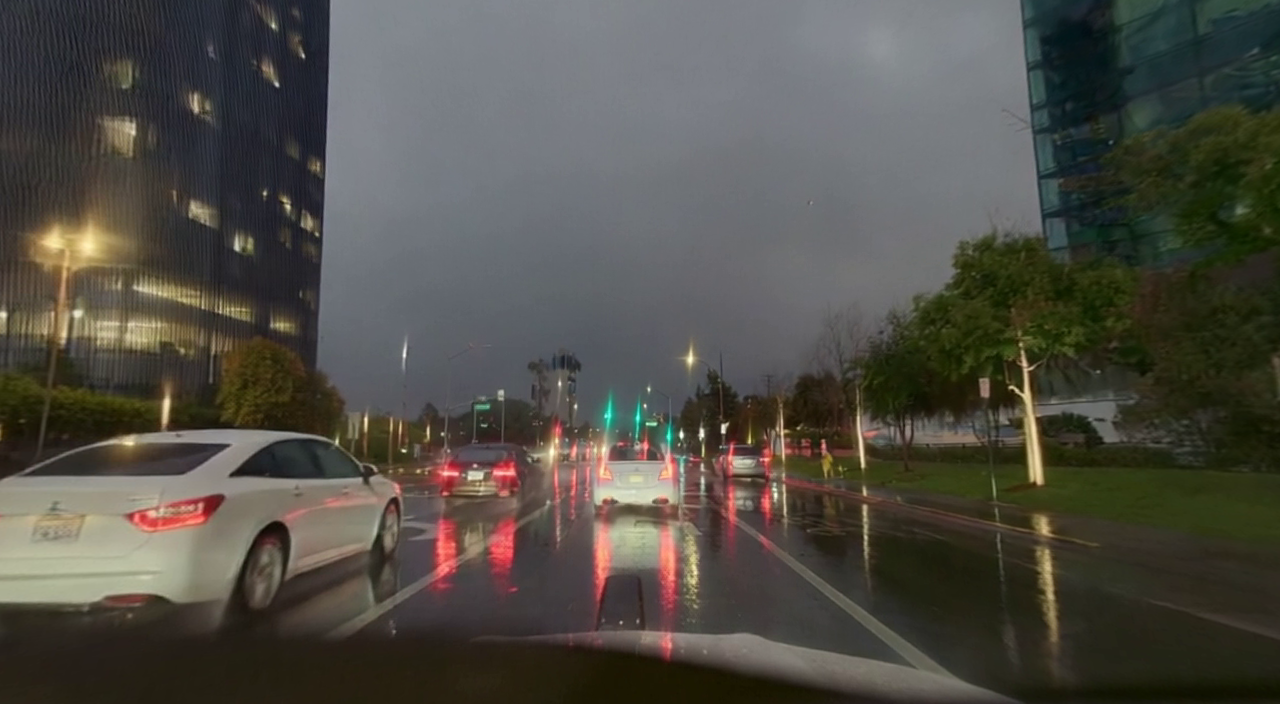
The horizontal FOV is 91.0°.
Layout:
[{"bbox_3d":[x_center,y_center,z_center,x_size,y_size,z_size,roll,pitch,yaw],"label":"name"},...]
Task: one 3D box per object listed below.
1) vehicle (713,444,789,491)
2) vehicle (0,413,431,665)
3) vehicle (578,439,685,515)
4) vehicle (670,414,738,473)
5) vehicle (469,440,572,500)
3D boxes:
[{"bbox_3d":[3.887,4.110,22.819,1.940,1.514,4.187,0,-9,-1],"label":"vehicle"},{"bbox_3d":[-3.665,1.460,6.009,1.933,1.520,4.195,0,-9,-1],"label":"vehicle"},{"bbox_3d":[-0.133,2.869,14.988,2.174,1.509,4.374,0,-9,1],"label":"vehicle"},{"bbox_3d":[3.925,6.151,42.066,3.074,3.316,12.953,0,-9,0],"label":"vehicle"},{"bbox_3d":[-3.335,3.402,18.618,2.044,1.508,4.479,0,-9,2],"label":"vehicle"}]
